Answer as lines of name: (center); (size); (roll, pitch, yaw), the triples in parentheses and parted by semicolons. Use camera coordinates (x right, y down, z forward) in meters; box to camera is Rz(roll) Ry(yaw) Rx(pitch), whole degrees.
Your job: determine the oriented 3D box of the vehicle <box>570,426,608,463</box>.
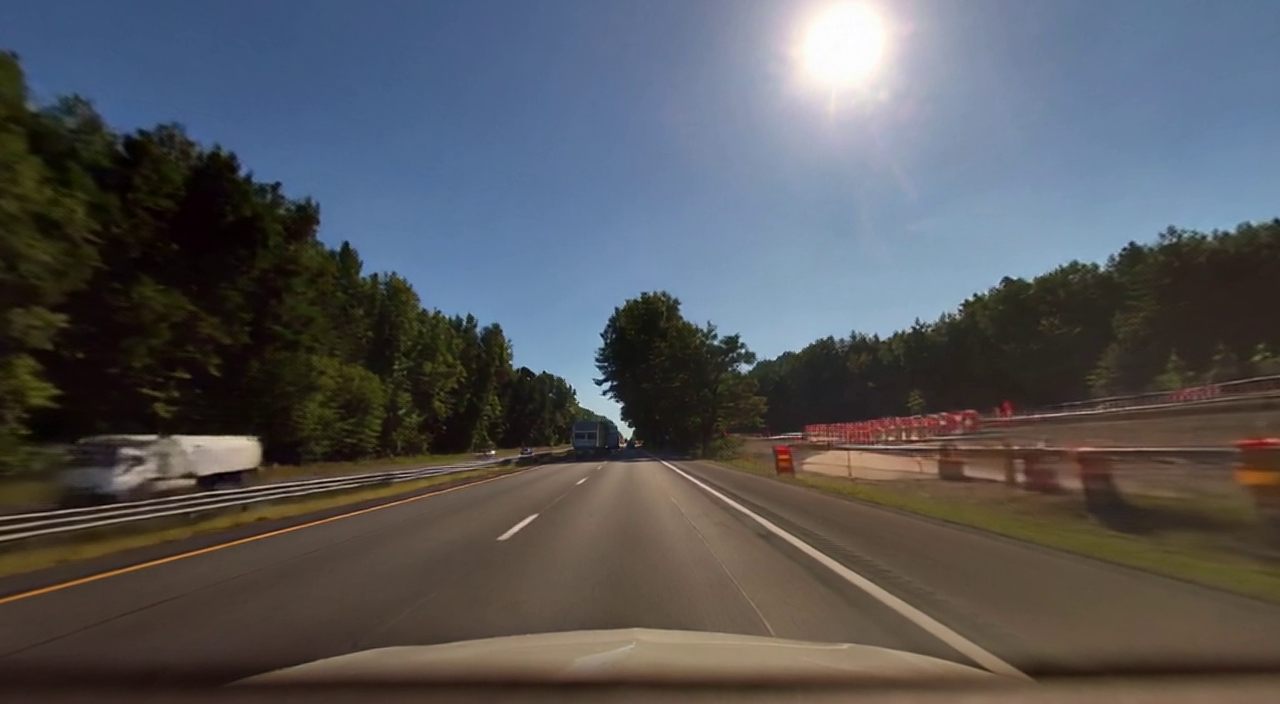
vehicle: (-3.810, 7.030, 47.860); (2.484, 2.625, 5.907); (0, -8, -1)
